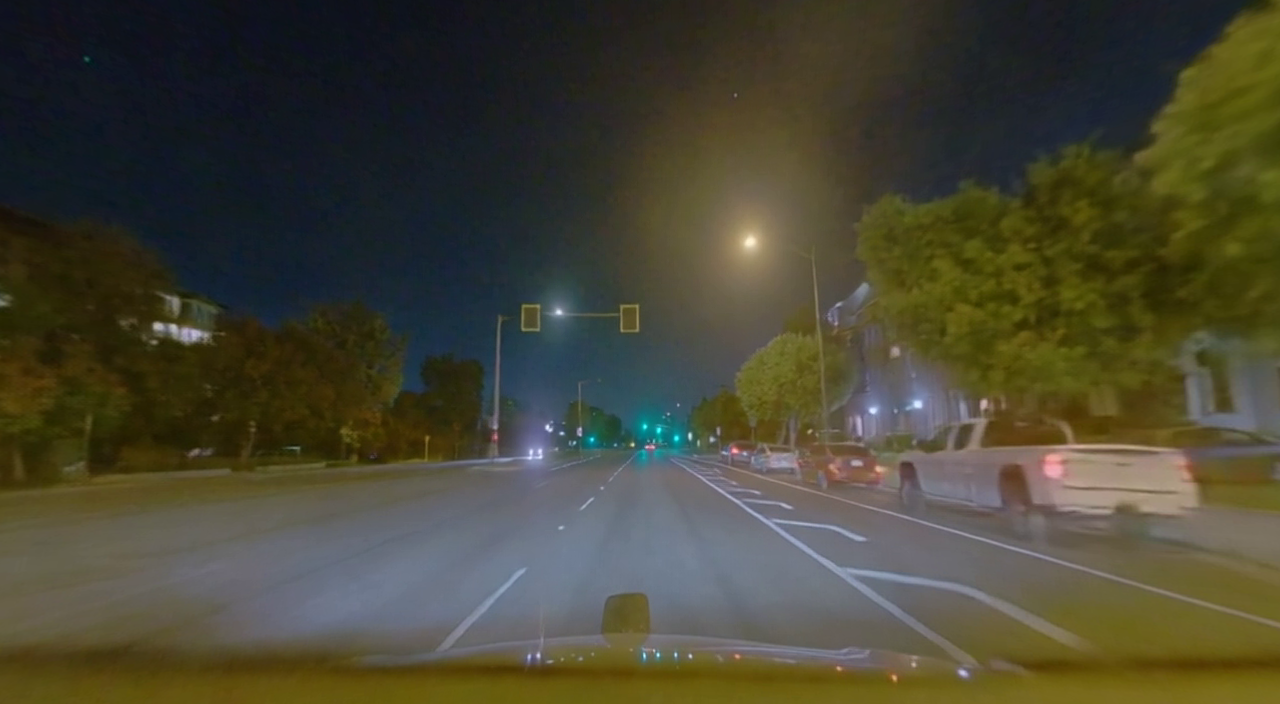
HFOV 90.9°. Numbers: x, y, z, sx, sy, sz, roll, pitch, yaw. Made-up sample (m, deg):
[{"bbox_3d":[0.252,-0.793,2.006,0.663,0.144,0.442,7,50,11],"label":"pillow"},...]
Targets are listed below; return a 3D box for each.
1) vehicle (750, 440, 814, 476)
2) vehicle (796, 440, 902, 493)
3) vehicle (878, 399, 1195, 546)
[{"bbox_3d":[6.473,4.866,29.197,1.976,1.498,4.390,0,-8,1],"label":"vehicle"},{"bbox_3d":[6.366,3.513,19.768,1.936,1.456,4.445,0,-8,2],"label":"vehicle"},{"bbox_3d":[6.220,1.967,10.940,2.293,1.942,5.004,0,-8,1],"label":"vehicle"}]
